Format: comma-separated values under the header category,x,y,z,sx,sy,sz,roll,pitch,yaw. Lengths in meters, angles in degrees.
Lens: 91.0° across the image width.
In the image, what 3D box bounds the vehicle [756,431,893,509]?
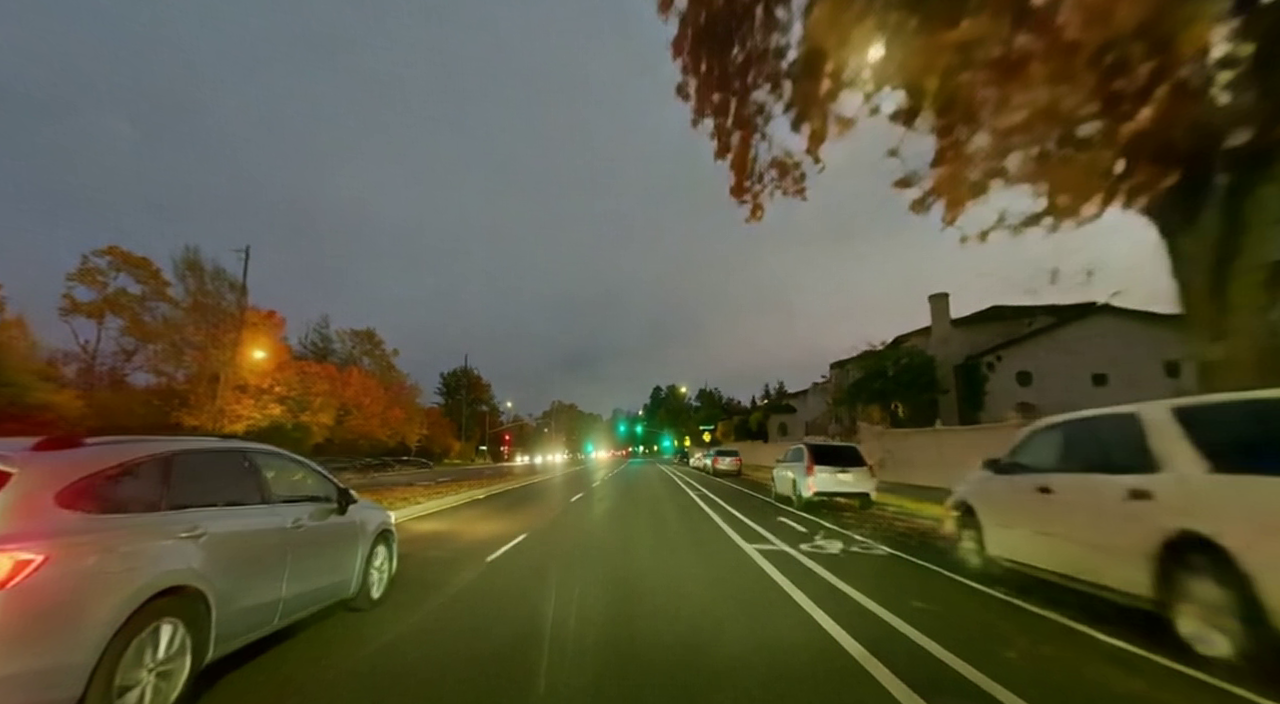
category,x,y,z,sx,sy,sz,roll,pitch,yaw
vehicle,4.820,3.216,17.552,2.164,1.793,5.671,0,-9,1

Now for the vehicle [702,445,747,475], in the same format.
category,x,y,z,sx,sy,sz,roll,pitch,yaw
vehicle,4.937,6.383,37.341,2.014,1.700,4.369,0,-9,-1

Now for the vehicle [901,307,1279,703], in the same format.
category,x,y,z,sx,sy,sz,roll,pitch,yaw
vehicle,4.572,1.084,4.875,2.374,2.104,6.508,0,-9,1

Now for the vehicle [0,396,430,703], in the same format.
category,x,y,z,sx,sy,sz,roll,pitch,yaw
vehicle,-3.204,1.217,4.177,1.982,1.478,4.465,0,-9,1
